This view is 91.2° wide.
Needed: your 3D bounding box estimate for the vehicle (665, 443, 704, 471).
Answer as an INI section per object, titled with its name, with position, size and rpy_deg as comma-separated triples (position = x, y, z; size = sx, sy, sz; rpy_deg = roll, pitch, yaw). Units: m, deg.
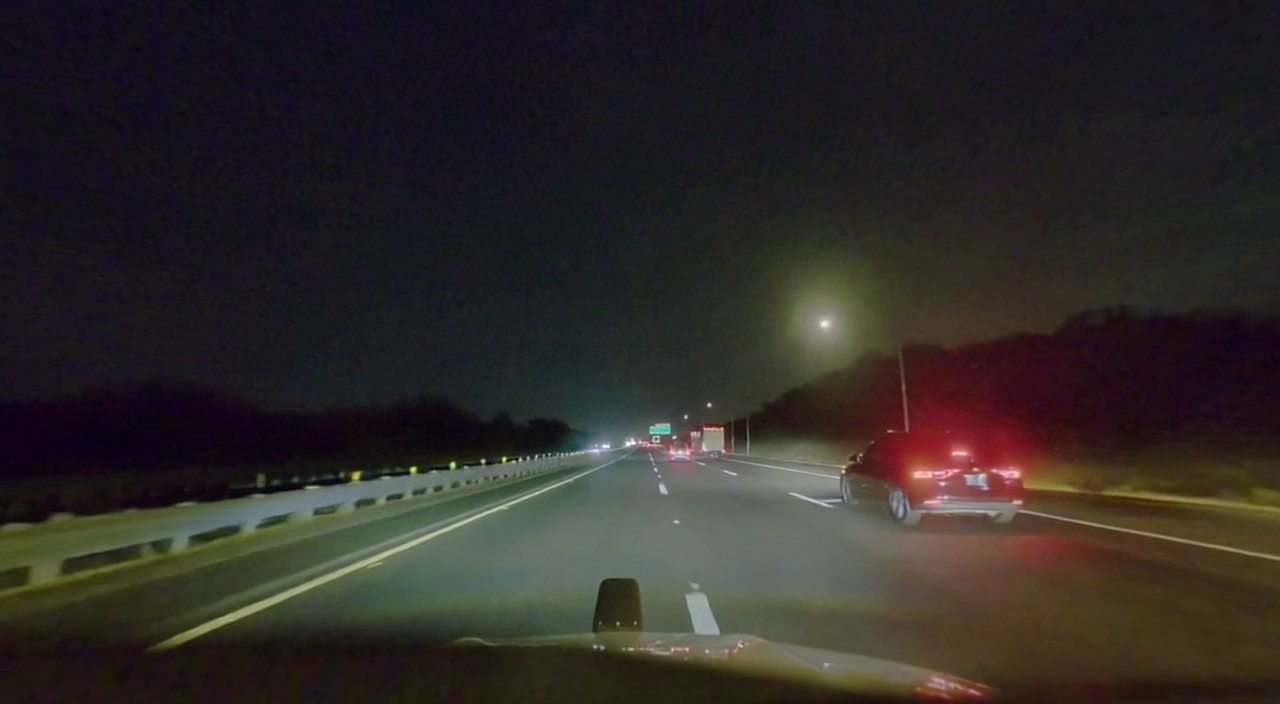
[vehicle]
position = 2.566, 6.186, 37.072
size = 1.970, 1.560, 4.182
rpy_deg = 0, -9, -1
